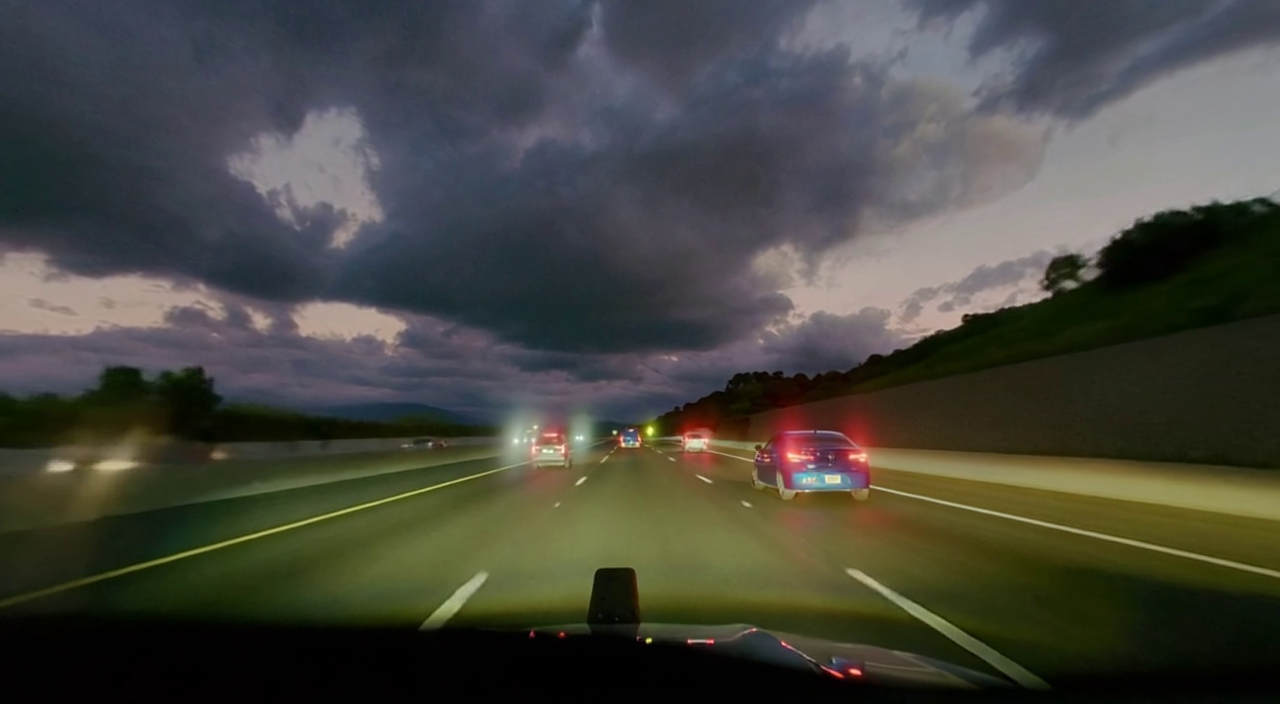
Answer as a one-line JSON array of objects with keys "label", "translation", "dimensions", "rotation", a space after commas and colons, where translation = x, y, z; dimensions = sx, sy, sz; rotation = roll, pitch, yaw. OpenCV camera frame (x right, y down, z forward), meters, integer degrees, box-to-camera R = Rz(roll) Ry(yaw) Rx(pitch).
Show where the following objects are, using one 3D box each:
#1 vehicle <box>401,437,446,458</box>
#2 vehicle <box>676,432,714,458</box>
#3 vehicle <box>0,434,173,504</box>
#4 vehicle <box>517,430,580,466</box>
[{"label": "vehicle", "translation": [-15.469, 6.819, 45.122], "dimensions": [1.841, 1.447, 3.902], "rotation": [0, -8, 0]}, {"label": "vehicle", "translation": [3.165, 5.455, 37.091], "dimensions": [1.806, 1.469, 3.681], "rotation": [0, -8, -2]}, {"label": "vehicle", "translation": [-14.840, 2.904, 16.276], "dimensions": [2.044, 1.532, 4.528], "rotation": [0, -8, 0]}, {"label": "vehicle", "translation": [-4.030, 4.300, 28.434], "dimensions": [2.204, 1.486, 4.121], "rotation": [0, -8, 0]}]
